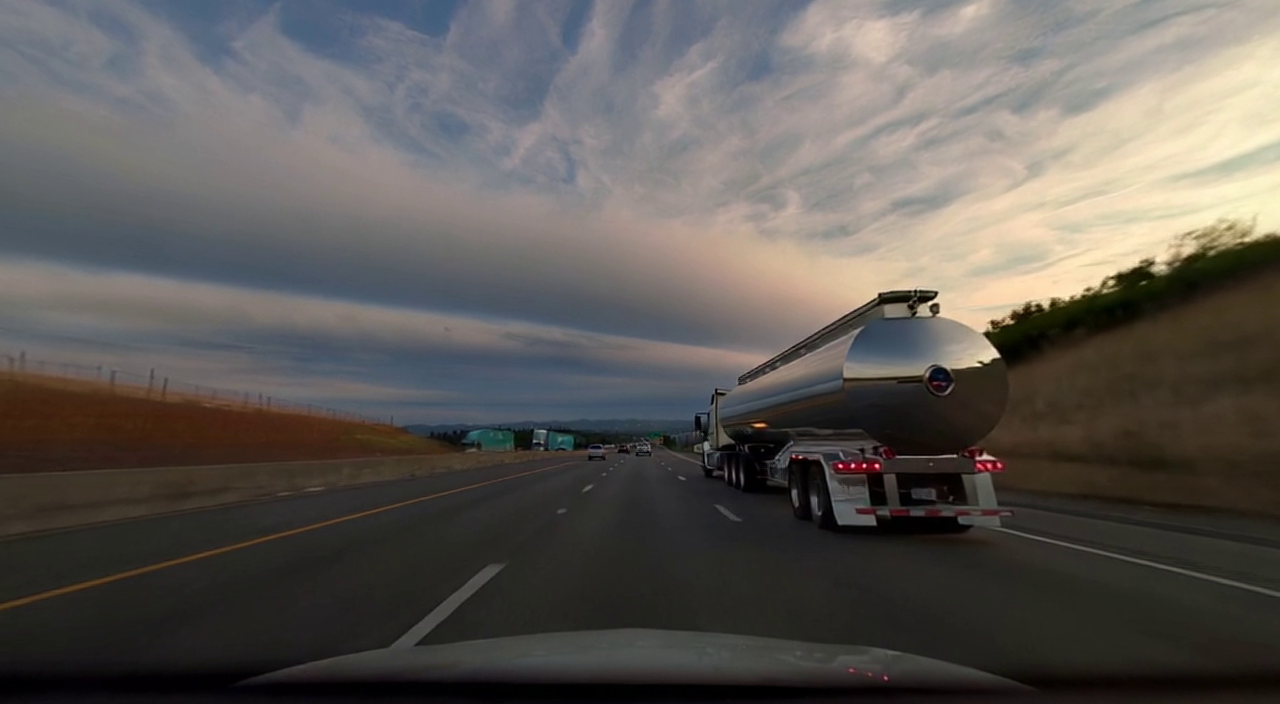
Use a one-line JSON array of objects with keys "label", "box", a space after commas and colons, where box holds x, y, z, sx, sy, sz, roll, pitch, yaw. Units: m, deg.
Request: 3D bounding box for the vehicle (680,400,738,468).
[{"label": "vehicle", "box": [4.376, 5.563, 42.033, 2.823, 4.018, 8.475, 0, -9, 0]}]

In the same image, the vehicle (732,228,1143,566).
[{"label": "vehicle", "box": [3.917, 1.152, 11.783, 2.759, 3.734, 9.708, 0, -9, -1]}]
